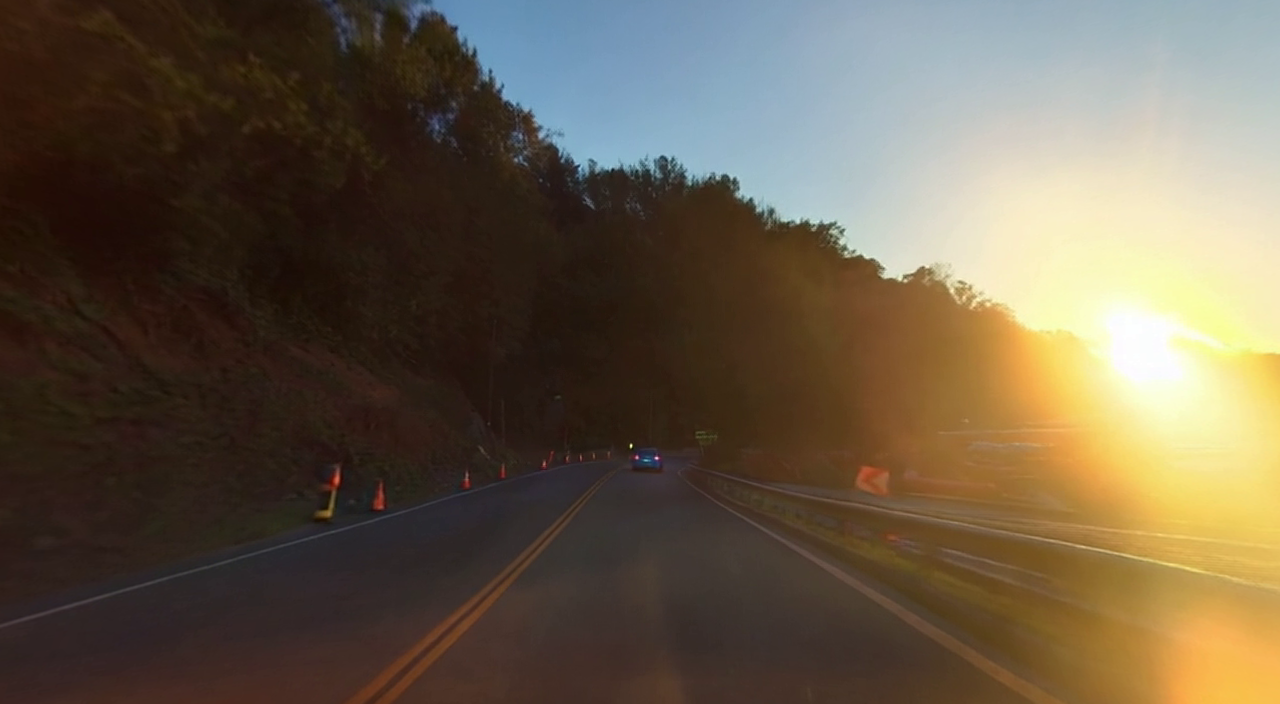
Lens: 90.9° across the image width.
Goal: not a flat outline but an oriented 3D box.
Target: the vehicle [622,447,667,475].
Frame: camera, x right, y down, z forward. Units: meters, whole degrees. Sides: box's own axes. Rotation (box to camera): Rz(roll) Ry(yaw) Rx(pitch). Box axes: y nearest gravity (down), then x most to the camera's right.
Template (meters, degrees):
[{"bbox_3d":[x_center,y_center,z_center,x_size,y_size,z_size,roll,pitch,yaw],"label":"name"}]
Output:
[{"bbox_3d":[0.338,6.195,36.065,2.259,1.503,4.075,-1,-9,5],"label":"vehicle"}]
